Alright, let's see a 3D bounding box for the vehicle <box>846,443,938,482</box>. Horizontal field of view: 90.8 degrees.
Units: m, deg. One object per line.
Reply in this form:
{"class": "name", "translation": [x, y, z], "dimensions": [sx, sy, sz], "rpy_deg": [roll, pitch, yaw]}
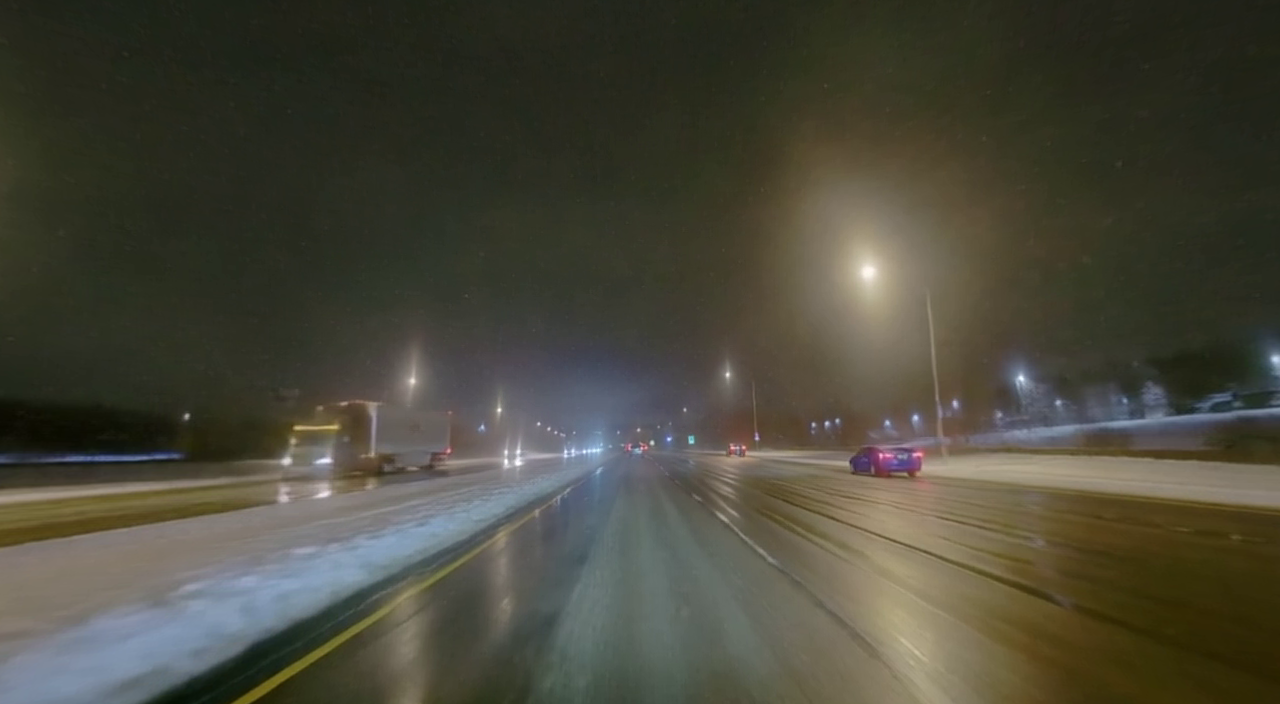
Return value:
{"class": "vehicle", "translation": [10.650, 4.668, 27.127], "dimensions": [2.024, 1.481, 4.747], "rpy_deg": [0, -8, 0]}

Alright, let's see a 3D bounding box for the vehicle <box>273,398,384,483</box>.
{"class": "vehicle", "translation": [-17.651, 5.071, 36.408], "dimensions": [3.002, 4.461, 6.338], "rpy_deg": [0, -8, 0]}
